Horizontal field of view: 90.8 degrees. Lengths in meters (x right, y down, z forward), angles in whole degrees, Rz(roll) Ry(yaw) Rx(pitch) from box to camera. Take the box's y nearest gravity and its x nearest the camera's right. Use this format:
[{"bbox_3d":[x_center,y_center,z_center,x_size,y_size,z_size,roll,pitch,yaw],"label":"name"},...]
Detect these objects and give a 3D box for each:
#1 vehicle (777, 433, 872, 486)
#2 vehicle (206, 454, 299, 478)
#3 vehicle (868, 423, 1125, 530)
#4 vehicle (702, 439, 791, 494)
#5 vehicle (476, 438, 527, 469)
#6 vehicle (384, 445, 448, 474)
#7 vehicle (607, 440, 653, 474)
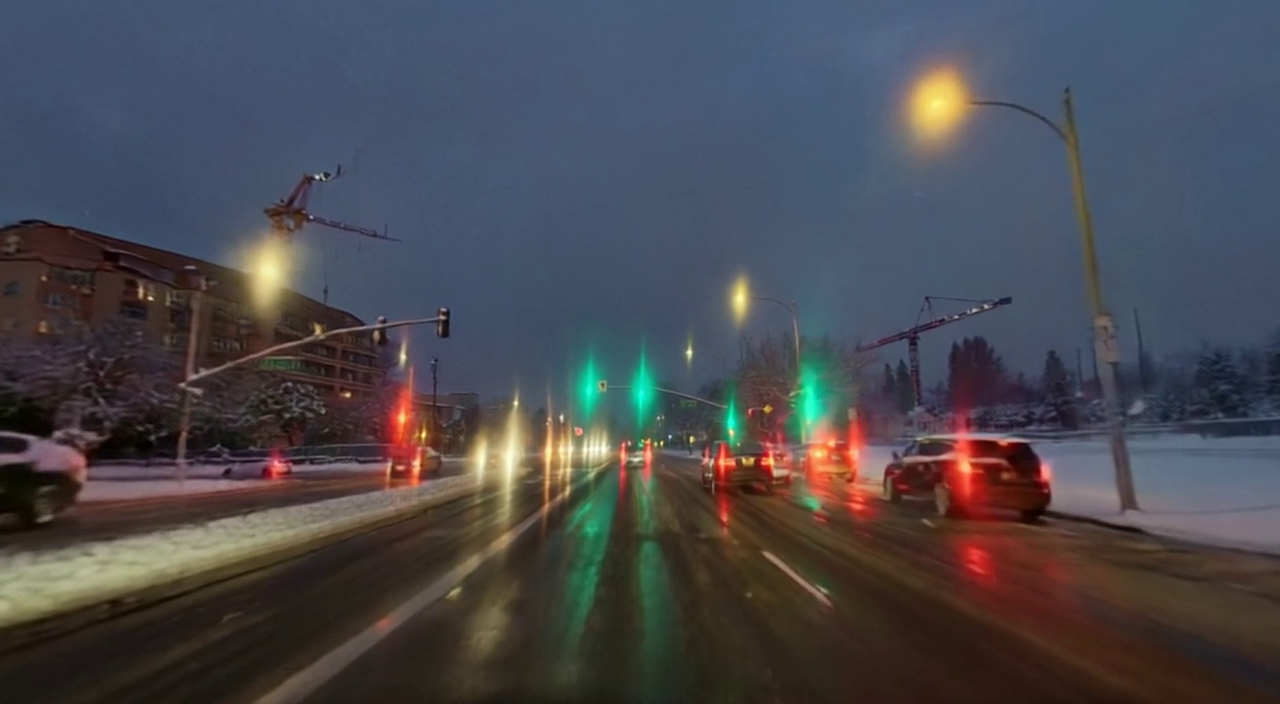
[{"bbox_3d":[7.148,4.240,25.237,2.125,1.838,5.555,0,-9,0],"label":"vehicle"},{"bbox_3d":[-24.406,7.172,39.911,4.575,1.414,1.895,0,-9,-5],"label":"vehicle"},{"bbox_3d":[7.328,2.621,13.996,2.317,1.852,5.530,0,-9,-2],"label":"vehicle"},{"bbox_3d":[3.105,3.413,19.232,1.910,1.474,4.003,0,-9,-1],"label":"vehicle"},{"bbox_3d":[-8.479,6.246,39.063,2.115,1.723,4.698,0,-9,0],"label":"vehicle"},{"bbox_3d":[-12.620,6.064,35.864,1.943,1.473,4.463,0,-9,0],"label":"vehicle"},{"bbox_3d":[-0.466,4.938,29.782,2.006,1.487,3.535,0,-9,-1],"label":"vehicle"}]
